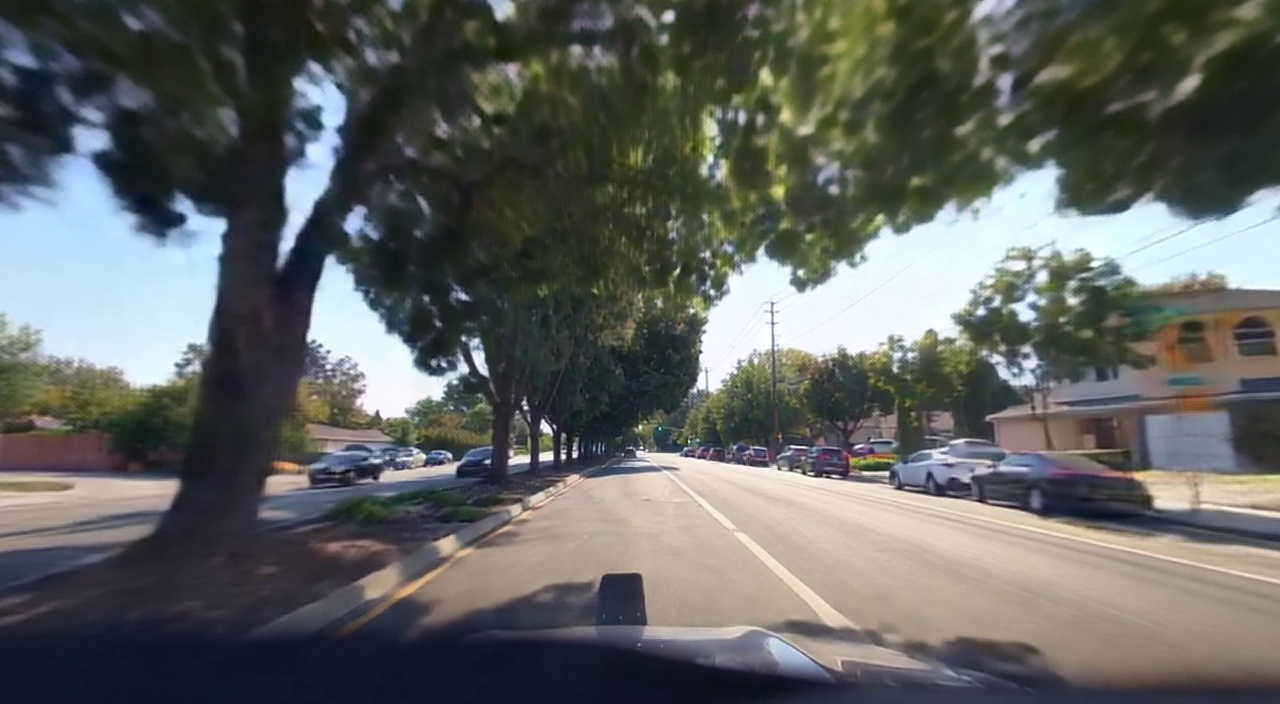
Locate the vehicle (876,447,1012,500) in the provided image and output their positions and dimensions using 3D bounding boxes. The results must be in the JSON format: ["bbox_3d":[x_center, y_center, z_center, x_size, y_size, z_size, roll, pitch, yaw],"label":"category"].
[{"bbox_3d":[9.492,3.792,20.241,1.918,1.454,4.683,0,-8,-1],"label":"vehicle"}]

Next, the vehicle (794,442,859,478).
[{"bbox_3d":[9.639,5.599,33.070,1.885,1.685,4.430,0,-8,-2],"label":"vehicle"}]

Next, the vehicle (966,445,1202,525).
[{"bbox_3d":[9.642,2.868,14.339,1.899,1.475,4.572,0,-8,-2],"label":"vehicle"}]

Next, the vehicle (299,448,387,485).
[{"bbox_3d":[-12.671,4.881,27.264,1.769,1.418,4.173,-1,-8,0],"label":"vehicle"}]

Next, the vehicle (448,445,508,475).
[{"bbox_3d":[-8.631,5.763,34.146,1.979,1.484,4.711,-1,-8,1],"label":"vehicle"}]
